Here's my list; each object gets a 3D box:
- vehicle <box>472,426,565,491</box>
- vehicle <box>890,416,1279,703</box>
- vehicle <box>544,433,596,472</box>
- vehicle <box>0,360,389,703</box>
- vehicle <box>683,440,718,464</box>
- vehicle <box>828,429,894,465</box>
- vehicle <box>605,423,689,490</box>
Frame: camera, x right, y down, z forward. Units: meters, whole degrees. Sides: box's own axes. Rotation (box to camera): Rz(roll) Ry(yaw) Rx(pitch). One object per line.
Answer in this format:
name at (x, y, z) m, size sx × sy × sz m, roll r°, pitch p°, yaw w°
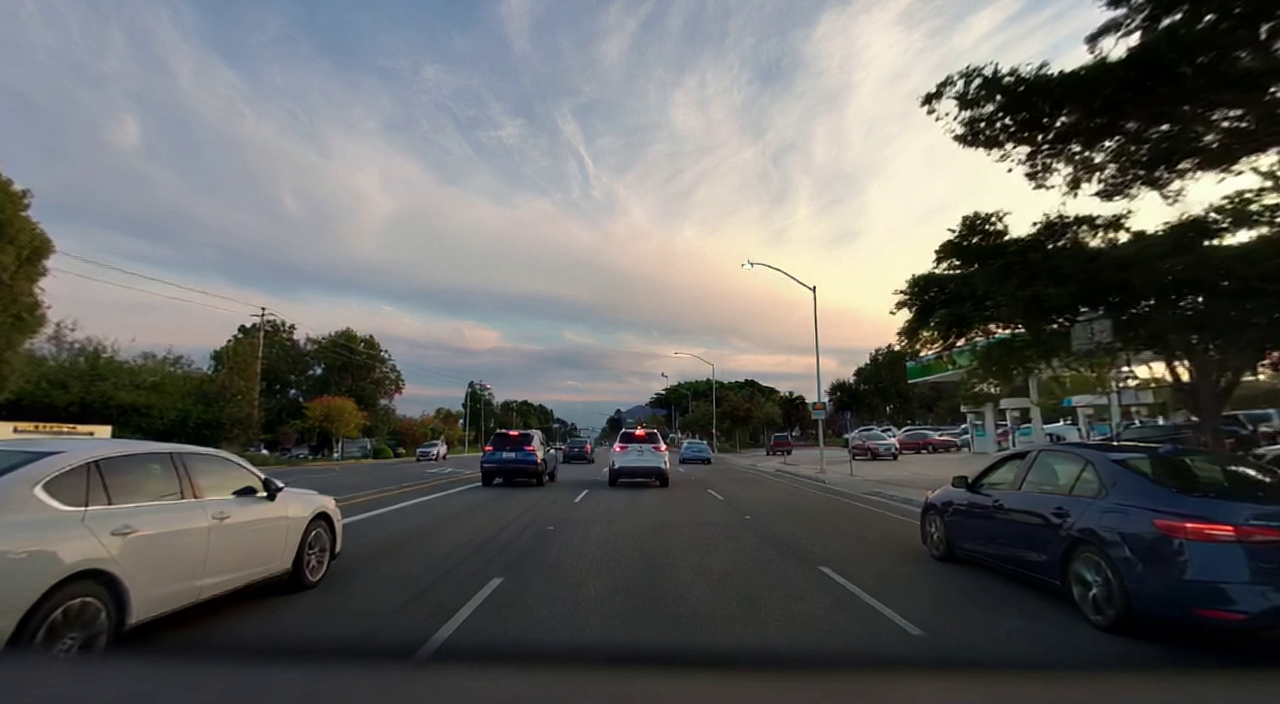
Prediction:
vehicle at (-3.462, 3.122, 18.837) m, size 1.932 × 1.695 × 4.150 m, roll 0°, pitch -8°, yaw 0°
vehicle at (3.944, 1.353, 5.177) m, size 1.888 × 1.456 × 4.589 m, roll 0°, pitch -8°, yaw 0°
vehicle at (-3.160, 4.620, 29.241) m, size 1.871 × 1.673 × 3.920 m, roll 0°, pitch -8°, yaw 1°
vehicle at (-3.450, 1.088, 4.236) m, size 1.864 × 1.574 × 4.031 m, roll 0°, pitch -8°, yaw 0°
vehicle at (4.089, 6.844, 43.463) m, size 1.926 × 1.522 × 3.852 m, roll 0°, pitch -8°, yaw -1°
vehicle at (11.847, 5.145, 34.219) m, size 1.918 × 1.765 × 4.668 m, roll 0°, pitch -8°, yaw 0°
vehicle at (0.169, 3.163, 19.396) m, size 2.279 × 1.803 × 4.254 m, roll 0°, pitch -8°, yaw 0°
